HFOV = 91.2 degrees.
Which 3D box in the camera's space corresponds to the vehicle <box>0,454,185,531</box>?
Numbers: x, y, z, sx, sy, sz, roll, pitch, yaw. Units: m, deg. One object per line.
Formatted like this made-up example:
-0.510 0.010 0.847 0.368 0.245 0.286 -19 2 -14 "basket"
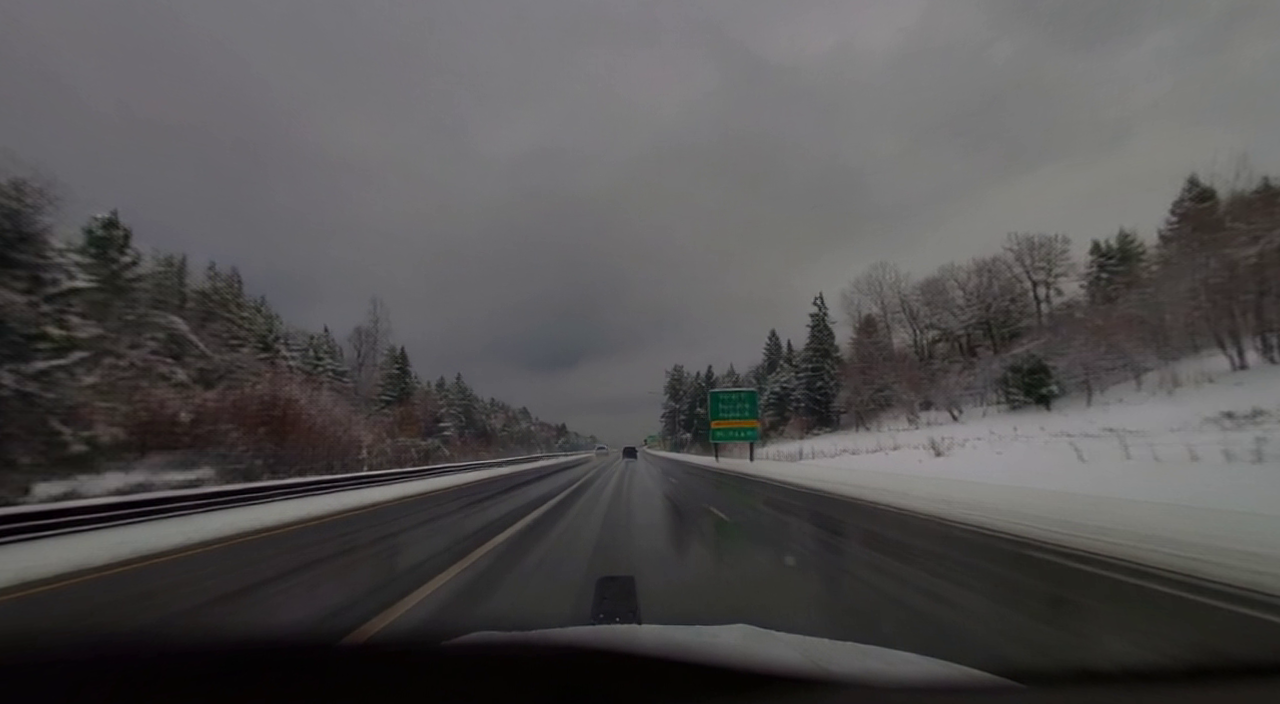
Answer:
-14.016 3.413 15.780 1.901 1.609 4.273 0 -9 -1 "vehicle"
